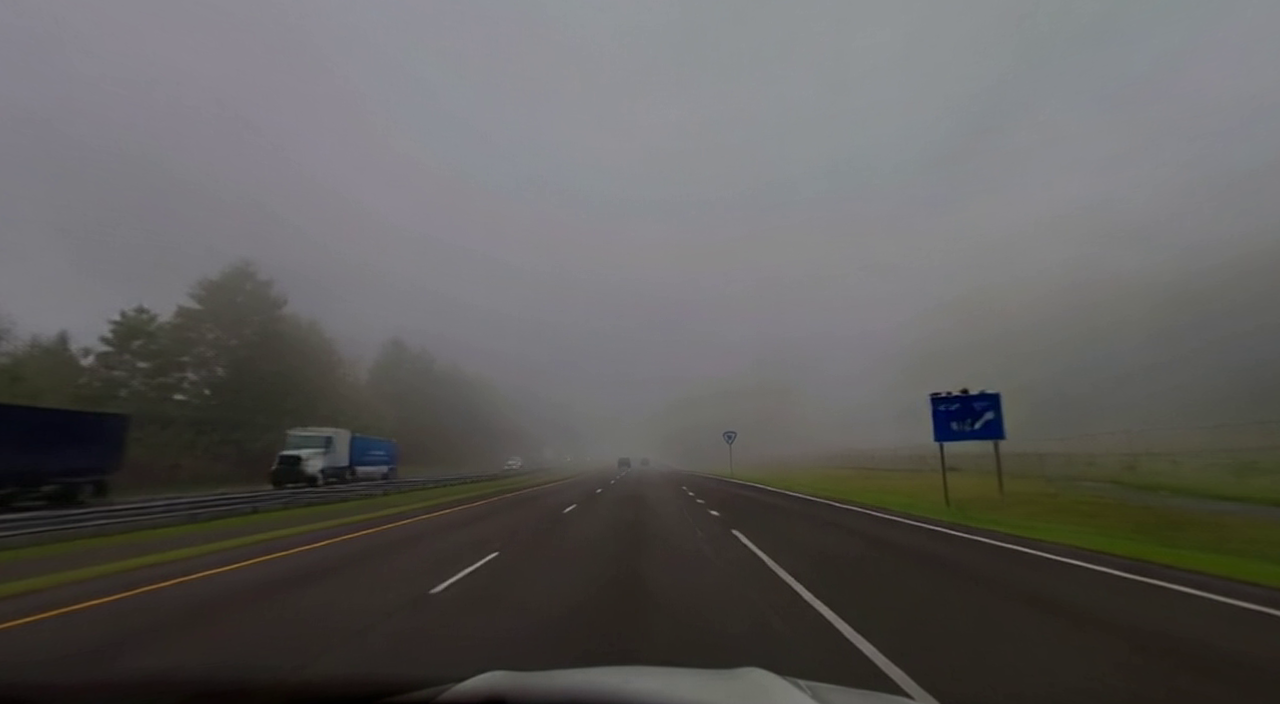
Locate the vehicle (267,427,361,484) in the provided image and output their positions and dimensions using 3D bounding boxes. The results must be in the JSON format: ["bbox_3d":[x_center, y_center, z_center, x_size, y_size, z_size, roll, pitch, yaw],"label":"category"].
[{"bbox_3d":[-22.133,7.074,43.237,2.990,3.635,6.002,0,-9,2],"label":"vehicle"}]
